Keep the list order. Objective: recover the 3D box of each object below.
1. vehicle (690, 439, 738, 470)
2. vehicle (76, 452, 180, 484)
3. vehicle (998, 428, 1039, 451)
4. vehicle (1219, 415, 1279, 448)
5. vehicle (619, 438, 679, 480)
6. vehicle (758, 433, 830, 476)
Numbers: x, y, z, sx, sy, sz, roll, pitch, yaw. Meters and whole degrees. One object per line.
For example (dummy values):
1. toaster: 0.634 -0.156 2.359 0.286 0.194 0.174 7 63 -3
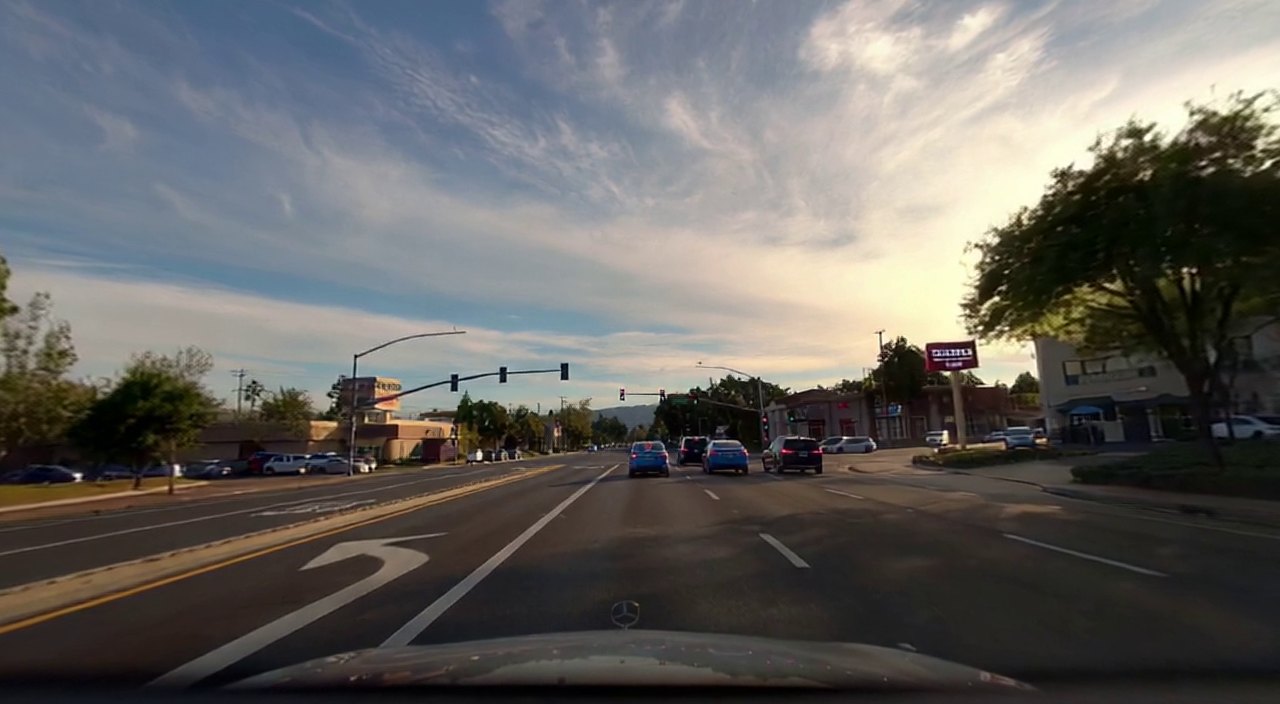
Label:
1. vehicle: 3.762 5.307 32.865 1.889 1.473 4.643 0 -8 -1
2. vehicle: -31.141 7.037 38.528 4.471 1.829 2.071 0 -8 -2
3. vehicle: 26.146 6.052 43.538 2.222 1.538 4.817 -6 -10 32
4. vehicle: 29.450 3.776 29.895 1.951 1.443 4.614 -5 -10 30
5. vehicle: 0.317 4.124 24.633 2.135 1.468 4.076 0 -8 0
6. vehicle: 6.654 4.462 27.783 2.009 1.700 4.275 0 -8 -1
